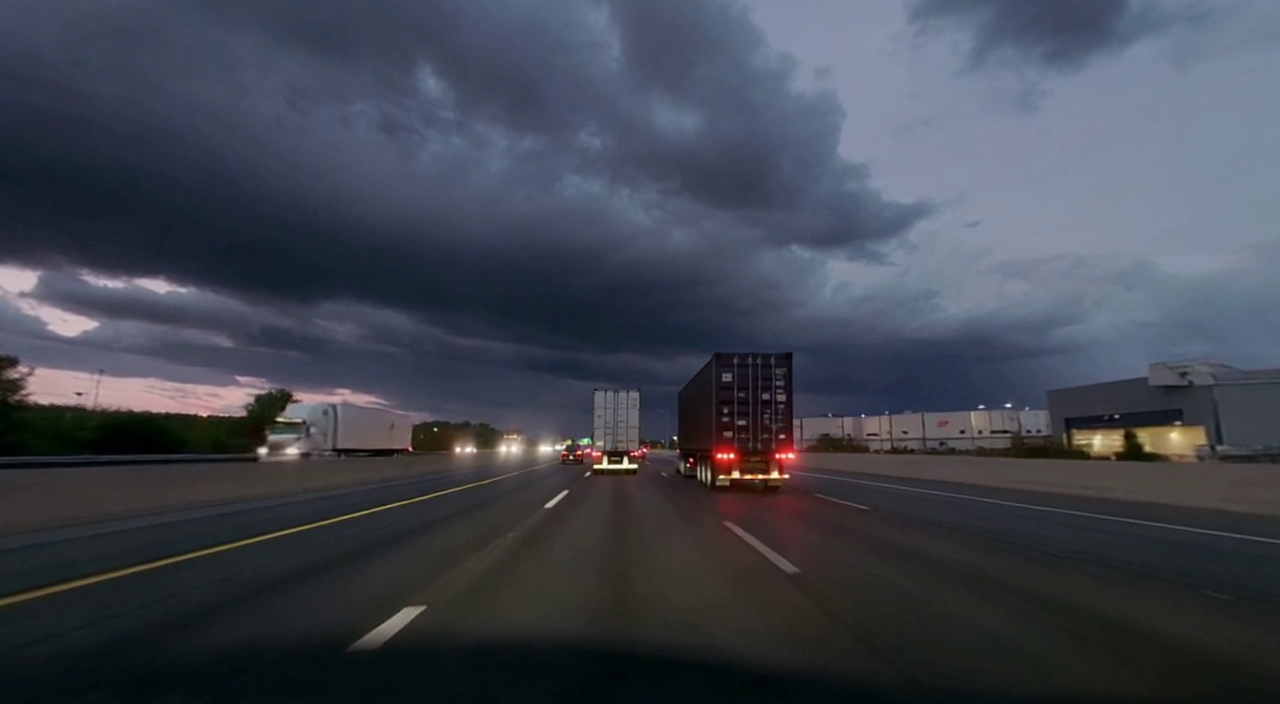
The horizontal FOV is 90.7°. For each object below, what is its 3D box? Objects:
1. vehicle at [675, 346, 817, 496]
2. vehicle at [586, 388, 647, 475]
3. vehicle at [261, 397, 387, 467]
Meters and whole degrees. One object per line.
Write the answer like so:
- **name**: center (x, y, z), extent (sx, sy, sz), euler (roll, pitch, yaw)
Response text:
- **vehicle**: center (3.200, 2.788, 23.557), extent (2.803, 4.072, 12.744), euler (0, -9, -1)
- **vehicle**: center (-1.211, 4.613, 35.767), extent (2.841, 4.071, 12.046), euler (0, -9, -1)
- **vehicle**: center (-21.676, 5.757, 44.731), extent (3.084, 4.220, 12.355), euler (0, -9, -3)
